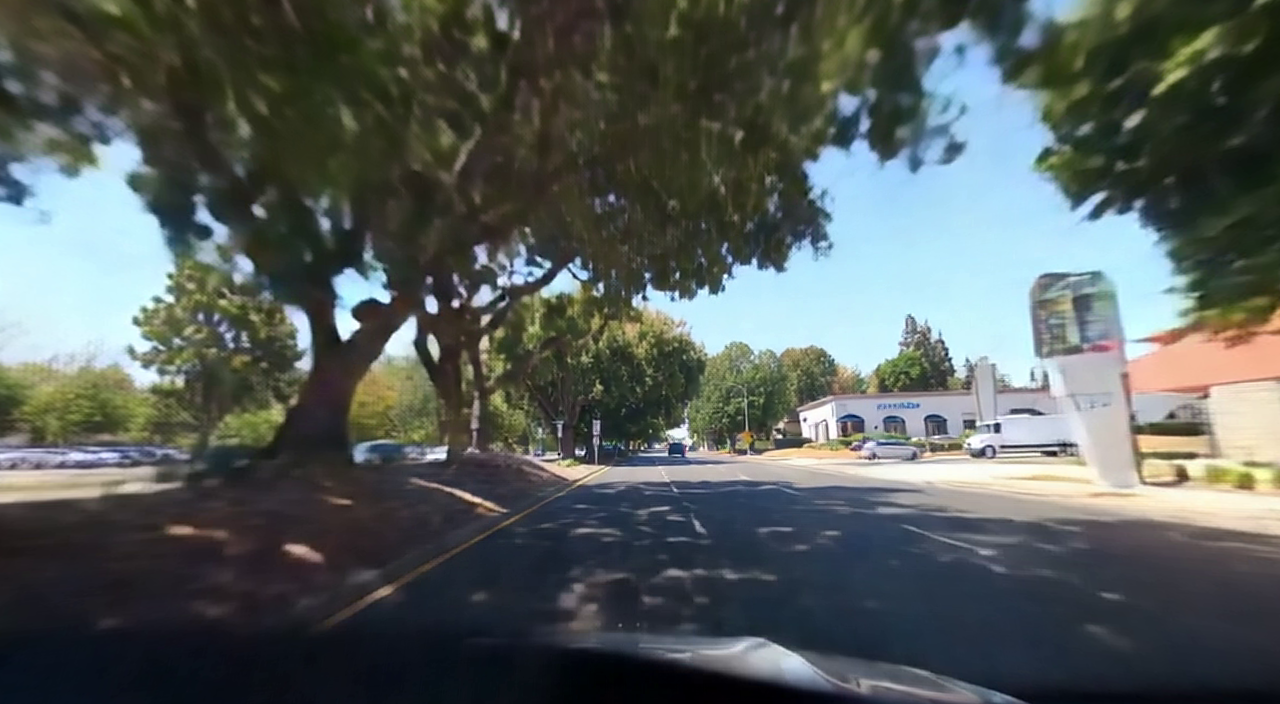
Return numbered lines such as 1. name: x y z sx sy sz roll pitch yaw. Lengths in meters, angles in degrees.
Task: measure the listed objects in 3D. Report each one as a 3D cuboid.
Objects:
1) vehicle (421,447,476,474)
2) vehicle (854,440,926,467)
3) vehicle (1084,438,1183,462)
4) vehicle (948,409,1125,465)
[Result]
1. vehicle: -11.018 6.278 36.735 1.822 1.444 4.338 -1 -9 0
2. vehicle: 16.437 6.633 41.517 4.319 1.624 1.988 4 -10 -27
3. vehicle: 31.352 6.239 40.207 4.610 1.452 2.009 0 -9 -1
4. vehicle: 30.388 6.529 48.750 11.456 3.682 3.010 -2 -7 -1
